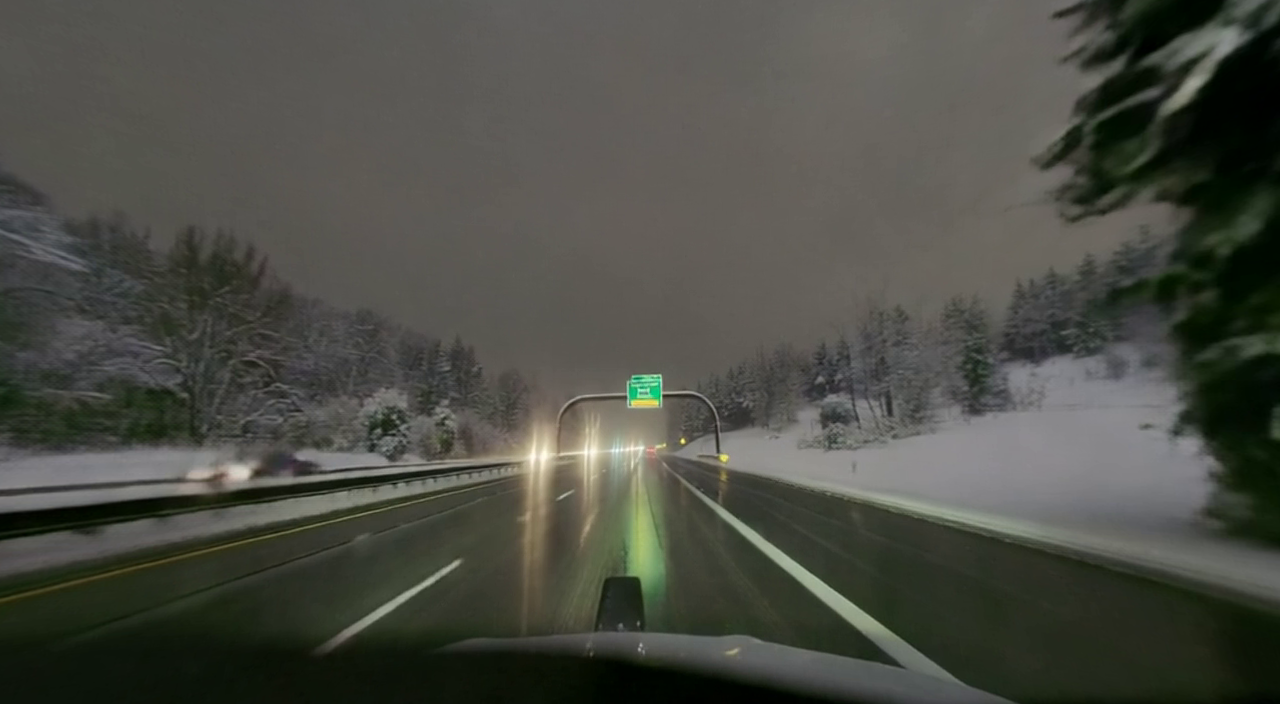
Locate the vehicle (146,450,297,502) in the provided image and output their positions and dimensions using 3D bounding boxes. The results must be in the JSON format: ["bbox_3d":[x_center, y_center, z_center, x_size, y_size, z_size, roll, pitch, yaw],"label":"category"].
[{"bbox_3d":[-13.345,3.936,20.517,1.866,1.474,4.402,0,-9,1],"label":"vehicle"}]
